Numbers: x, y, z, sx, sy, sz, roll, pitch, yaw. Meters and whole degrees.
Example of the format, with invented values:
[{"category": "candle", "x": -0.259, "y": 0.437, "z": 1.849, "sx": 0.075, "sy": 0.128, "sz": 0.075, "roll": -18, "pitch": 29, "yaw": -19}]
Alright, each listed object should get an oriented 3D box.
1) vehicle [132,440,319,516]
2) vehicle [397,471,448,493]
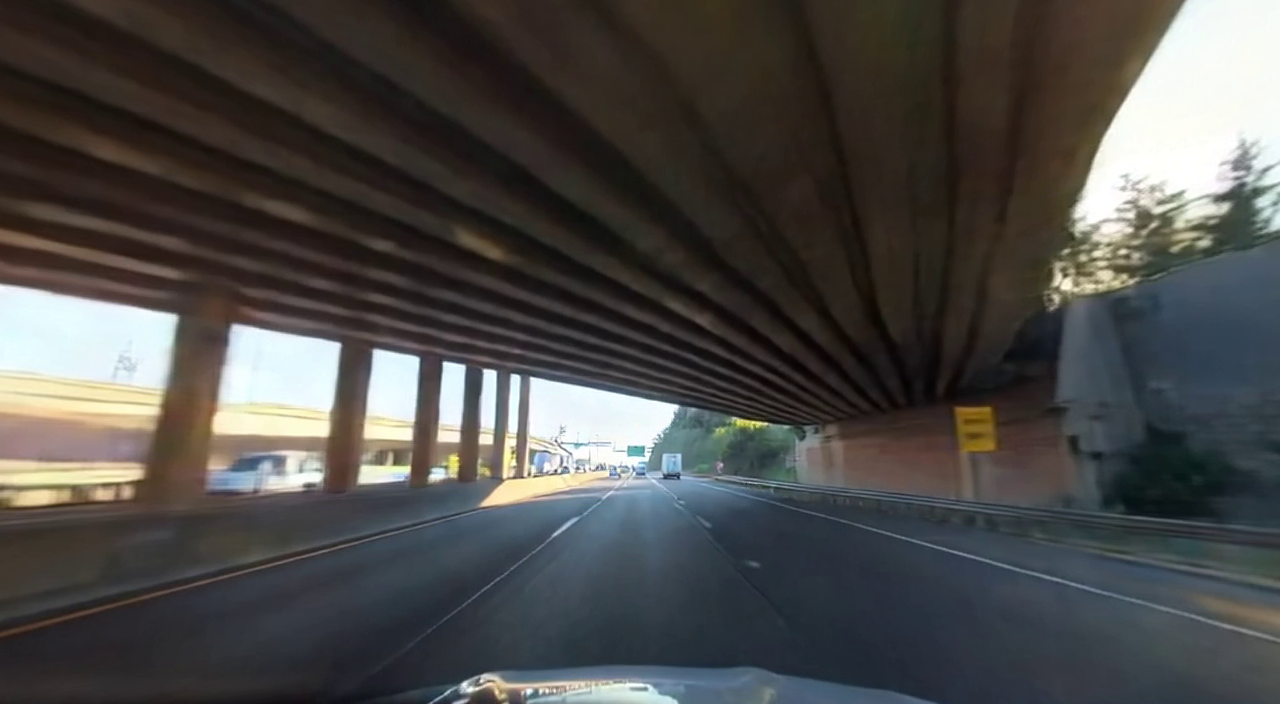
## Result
[{"category": "vehicle", "x": -15.603, "y": 4.830, "z": 24.486, "sx": 2.534, "sy": 2.481, "sz": 6.817, "roll": 1, "pitch": -10, "yaw": 0}, {"category": "vehicle", "x": -15.685, "y": 9.358, "z": 45.588, "sx": 2.087, "sy": 1.459, "sz": 4.210, "roll": 1, "pitch": -10, "yaw": 1}]
